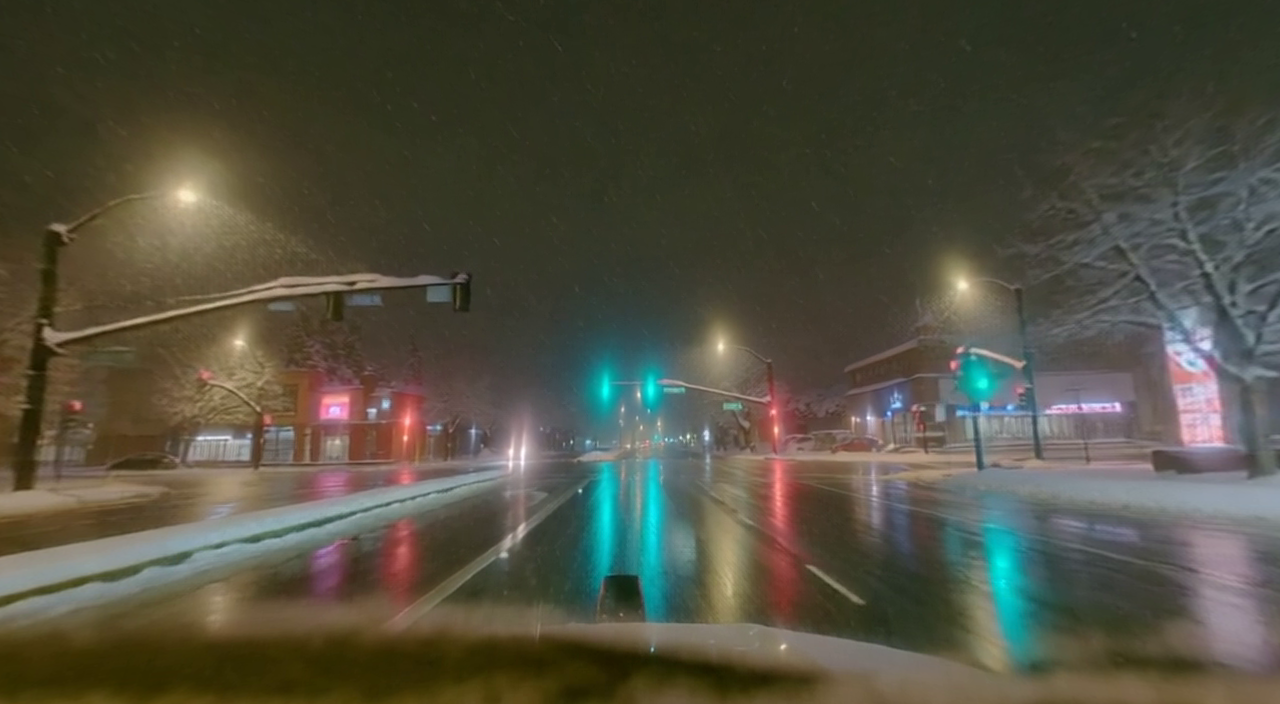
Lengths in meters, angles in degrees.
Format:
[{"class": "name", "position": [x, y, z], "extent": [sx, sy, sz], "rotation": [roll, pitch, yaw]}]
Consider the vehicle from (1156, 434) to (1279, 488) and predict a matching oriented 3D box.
[{"class": "vehicle", "position": [18.831, 3.281, 19.258], "extent": [4.545, 1.511, 1.935], "rotation": [0, -9, -3]}]
